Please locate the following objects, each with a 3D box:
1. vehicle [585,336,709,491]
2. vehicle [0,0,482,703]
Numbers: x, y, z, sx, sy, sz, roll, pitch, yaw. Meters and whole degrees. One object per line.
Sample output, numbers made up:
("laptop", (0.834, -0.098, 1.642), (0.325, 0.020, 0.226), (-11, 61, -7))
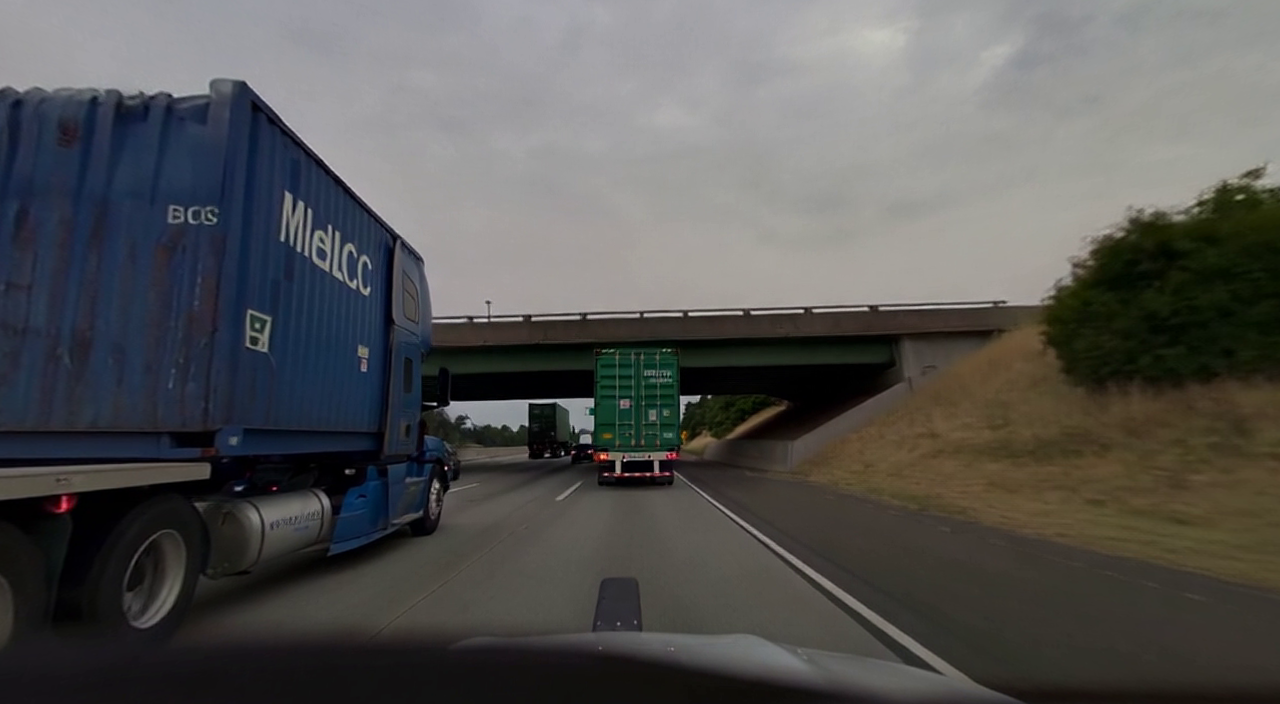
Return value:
("vehicle", (0.013, 2.197, 21.090), (3.357, 4.212, 7.519), (0, -9, -2))
("vehicle", (-3.597, -0.018, 4.361), (3.187, 3.949, 6.963), (0, -9, 0))
